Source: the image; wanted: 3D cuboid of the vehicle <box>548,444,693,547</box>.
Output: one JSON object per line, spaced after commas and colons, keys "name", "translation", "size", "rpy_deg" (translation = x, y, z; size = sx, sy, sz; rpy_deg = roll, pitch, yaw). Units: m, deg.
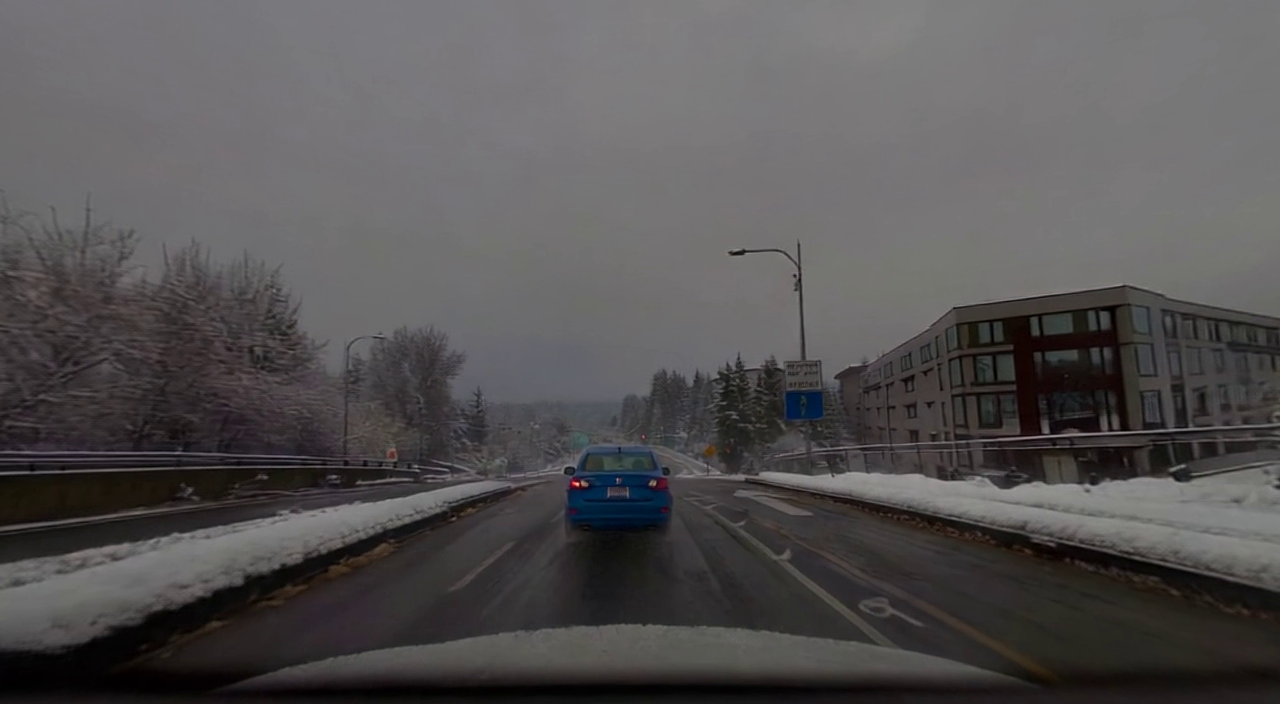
{"name": "vehicle", "translation": [-0.289, 2.350, 10.986], "size": [2.063, 1.442, 3.933], "rpy_deg": [0, -9, 0]}
